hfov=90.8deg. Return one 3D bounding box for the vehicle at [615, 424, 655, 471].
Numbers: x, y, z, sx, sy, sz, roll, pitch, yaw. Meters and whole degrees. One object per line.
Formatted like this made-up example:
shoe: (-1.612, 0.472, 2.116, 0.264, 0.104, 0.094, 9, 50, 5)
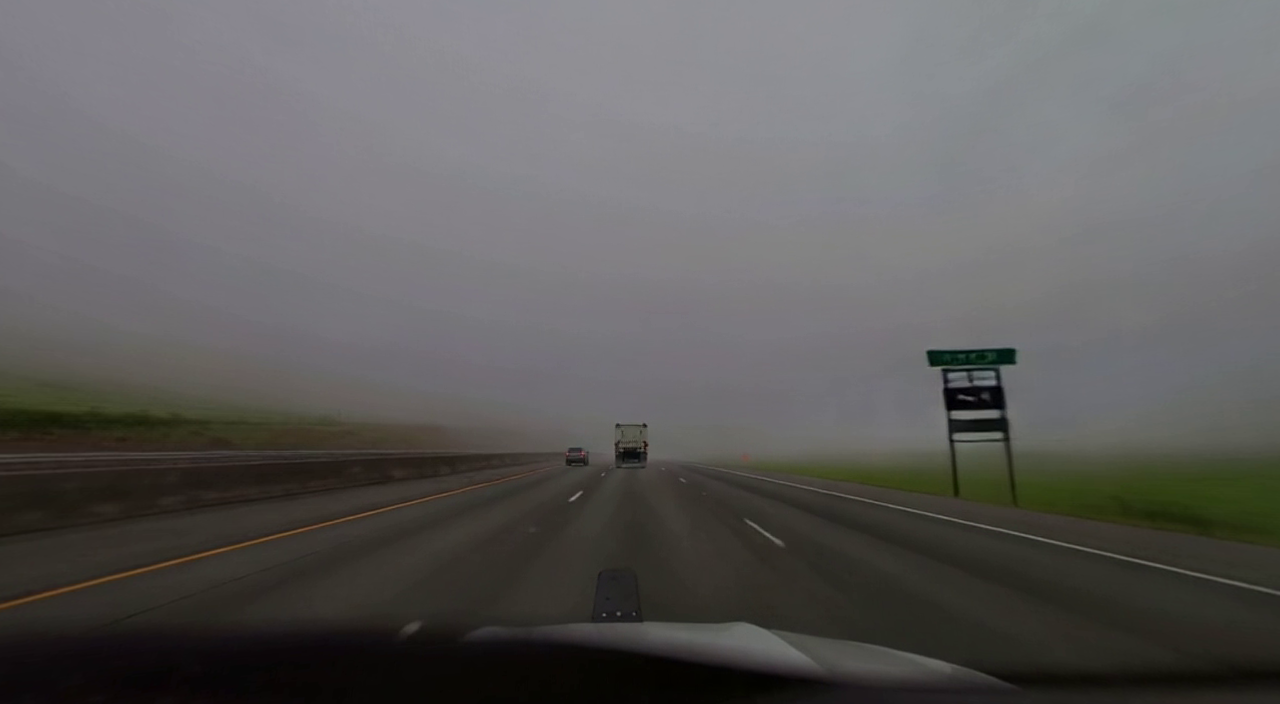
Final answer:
vehicle: (-0.441, 6.855, 45.323, 2.672, 3.056, 6.900, 0, -9, -2)
